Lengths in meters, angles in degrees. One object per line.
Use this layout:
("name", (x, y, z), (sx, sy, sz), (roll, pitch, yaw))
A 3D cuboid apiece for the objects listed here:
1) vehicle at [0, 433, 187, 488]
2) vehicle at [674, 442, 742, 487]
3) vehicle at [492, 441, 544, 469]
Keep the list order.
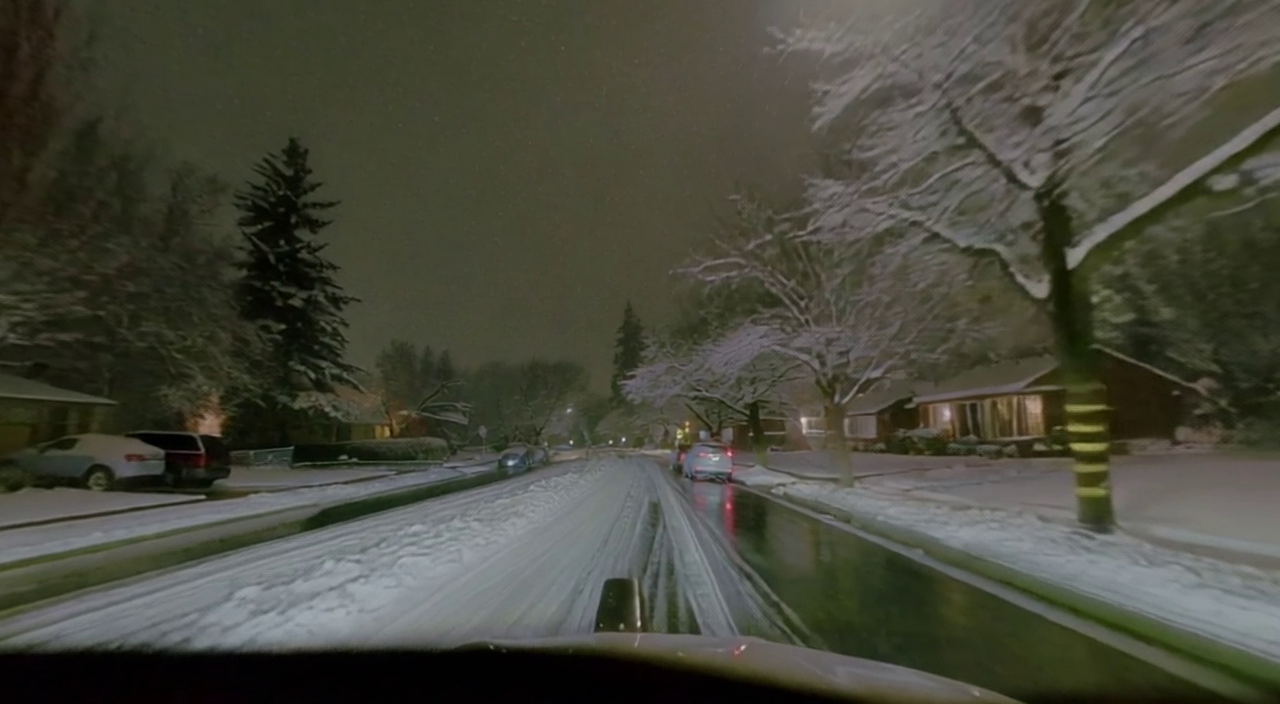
("vehicle", (-16.266, 3.173, 18.551), (4.344, 1.483, 1.928), (-1, -8, 6))
("vehicle", (2.360, 4.013, 22.933), (2.088, 1.429, 4.796), (0, -8, 2))
("vehicle", (-7.245, 6.204, 37.637), (1.943, 1.433, 4.717), (-5, -10, 2))
